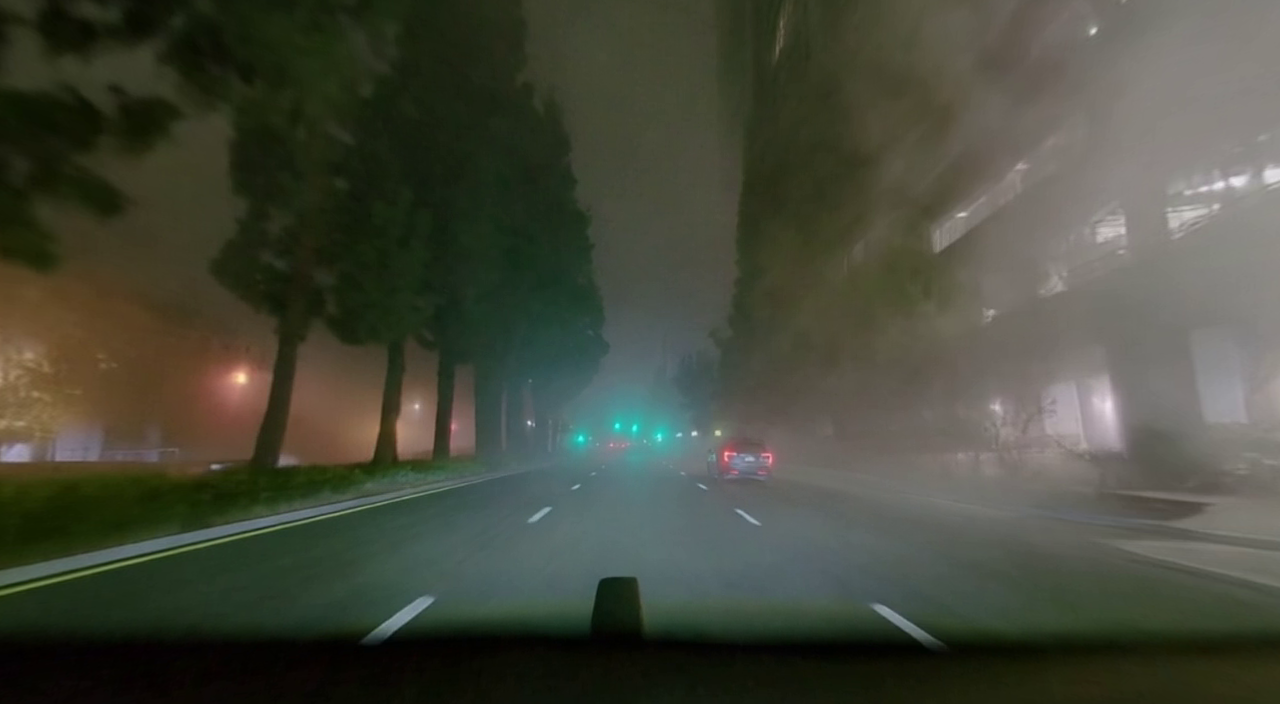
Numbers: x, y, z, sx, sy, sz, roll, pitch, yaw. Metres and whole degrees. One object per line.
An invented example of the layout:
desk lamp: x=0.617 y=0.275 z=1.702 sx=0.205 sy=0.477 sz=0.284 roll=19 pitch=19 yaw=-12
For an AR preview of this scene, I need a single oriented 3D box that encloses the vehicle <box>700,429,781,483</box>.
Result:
vehicle: x=3.468 y=3.710 z=22.728 sx=2.083 sy=1.743 sz=4.354 roll=0 pitch=-8 yaw=-2
